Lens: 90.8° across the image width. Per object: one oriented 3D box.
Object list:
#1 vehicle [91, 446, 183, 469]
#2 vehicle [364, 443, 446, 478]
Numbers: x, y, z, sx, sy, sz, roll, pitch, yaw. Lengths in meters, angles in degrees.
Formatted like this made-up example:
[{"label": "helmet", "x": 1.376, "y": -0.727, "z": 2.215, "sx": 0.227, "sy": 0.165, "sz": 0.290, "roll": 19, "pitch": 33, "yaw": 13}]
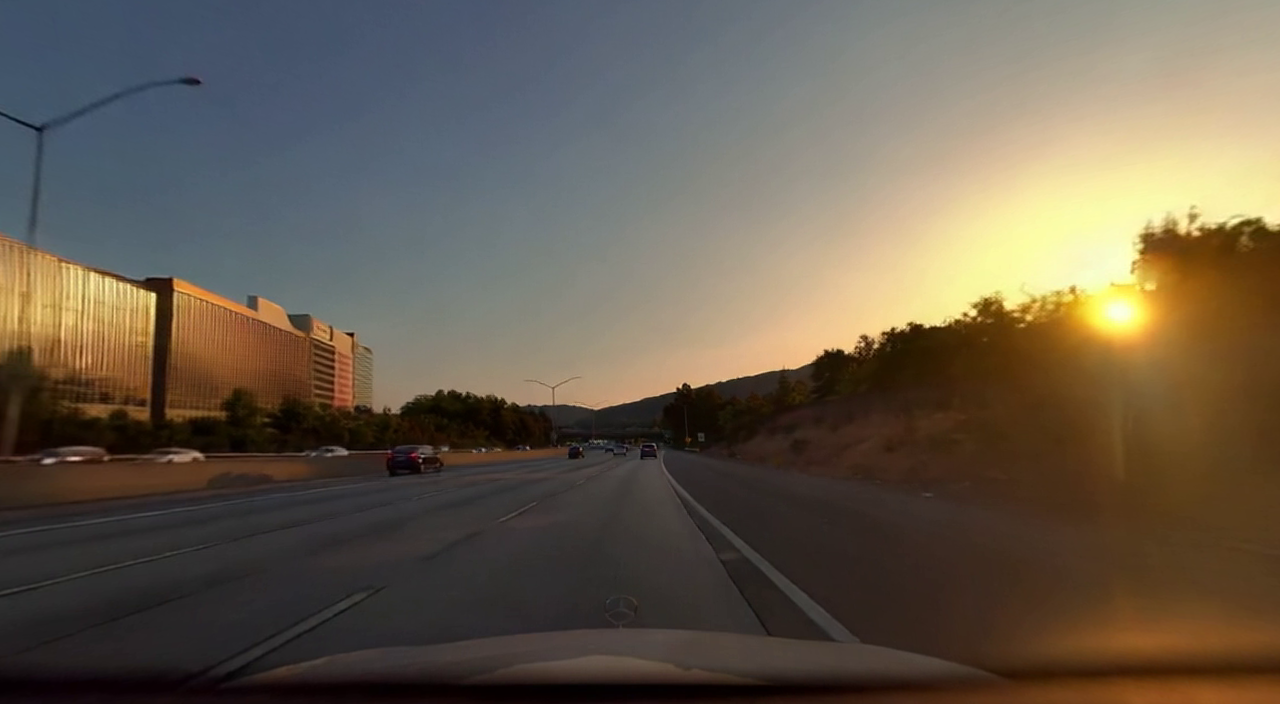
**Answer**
[{"label": "vehicle", "x": -34.334, "y": 7.198, "z": 43.285, "sx": 2.309, "sy": 1.451, "sz": 4.637, "roll": -1, "pitch": -9, "yaw": 4}, {"label": "vehicle", "x": -10.535, "y": 4.875, "z": 28.741, "sx": 1.914, "sy": 1.440, "sz": 4.467, "roll": 0, "pitch": -8, "yaw": 1}]
